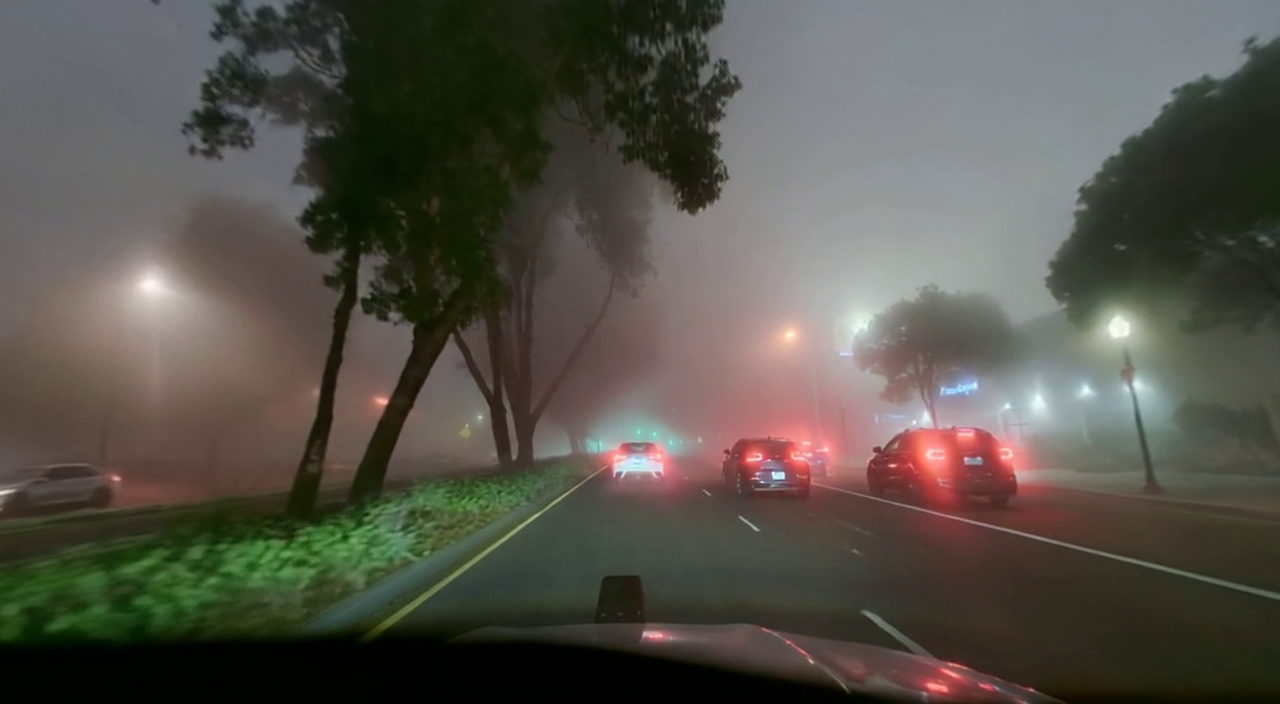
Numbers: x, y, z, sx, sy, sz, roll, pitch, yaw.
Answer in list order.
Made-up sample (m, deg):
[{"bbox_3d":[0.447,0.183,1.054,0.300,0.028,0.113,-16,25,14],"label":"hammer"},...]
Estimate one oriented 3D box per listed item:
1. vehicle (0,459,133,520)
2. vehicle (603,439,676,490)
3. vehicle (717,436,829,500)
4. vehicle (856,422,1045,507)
[{"bbox_3d":[-17.577,3.874,18.117,2.069,1.460,4.716,0,-9,1],"label":"vehicle"},{"bbox_3d":[-0.049,3.552,20.312,2.101,1.444,4.248,0,-9,-1],"label":"vehicle"},{"bbox_3d":[3.379,3.038,16.937,1.993,1.477,4.240,0,-9,-1],"label":"vehicle"},{"bbox_3d":[7.154,2.649,15.306,2.052,1.708,4.842,0,-9,0],"label":"vehicle"}]
